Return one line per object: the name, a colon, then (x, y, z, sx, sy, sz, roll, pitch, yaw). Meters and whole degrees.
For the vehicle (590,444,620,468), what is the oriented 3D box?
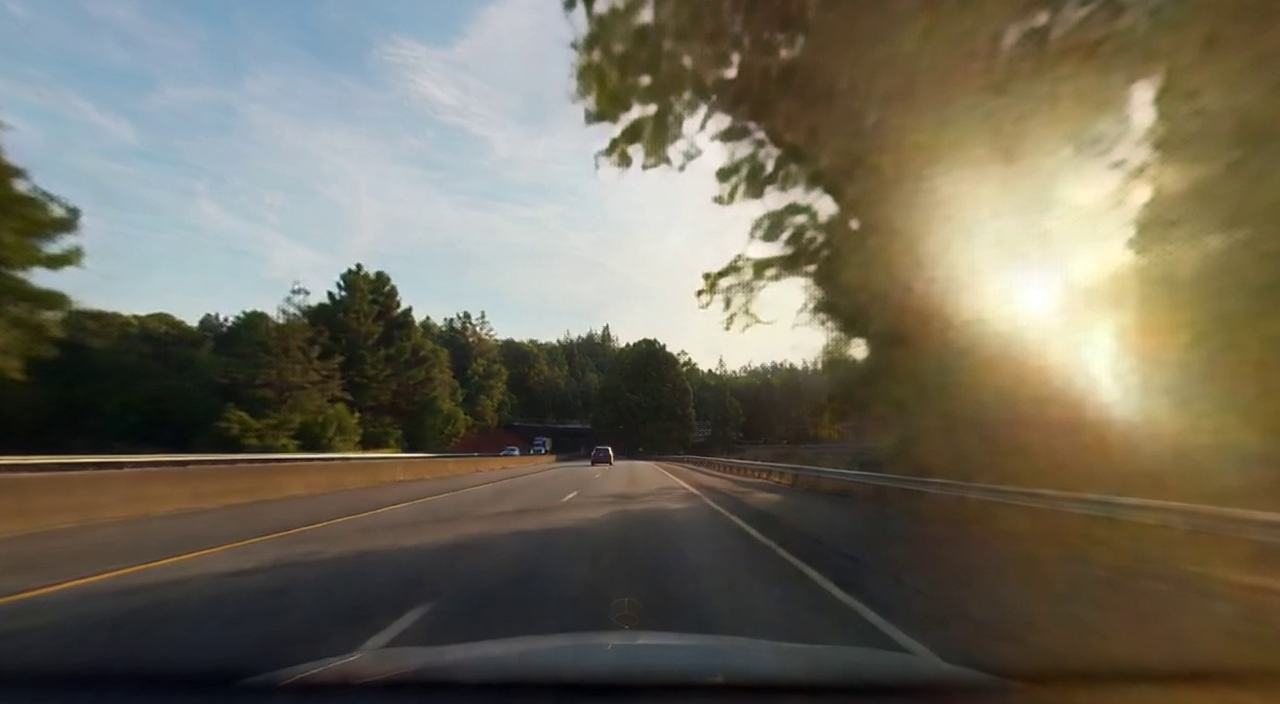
vehicle: (-2.669, 8.143, 49.485, 2.135, 1.755, 4.476, 0, -9, 0)
